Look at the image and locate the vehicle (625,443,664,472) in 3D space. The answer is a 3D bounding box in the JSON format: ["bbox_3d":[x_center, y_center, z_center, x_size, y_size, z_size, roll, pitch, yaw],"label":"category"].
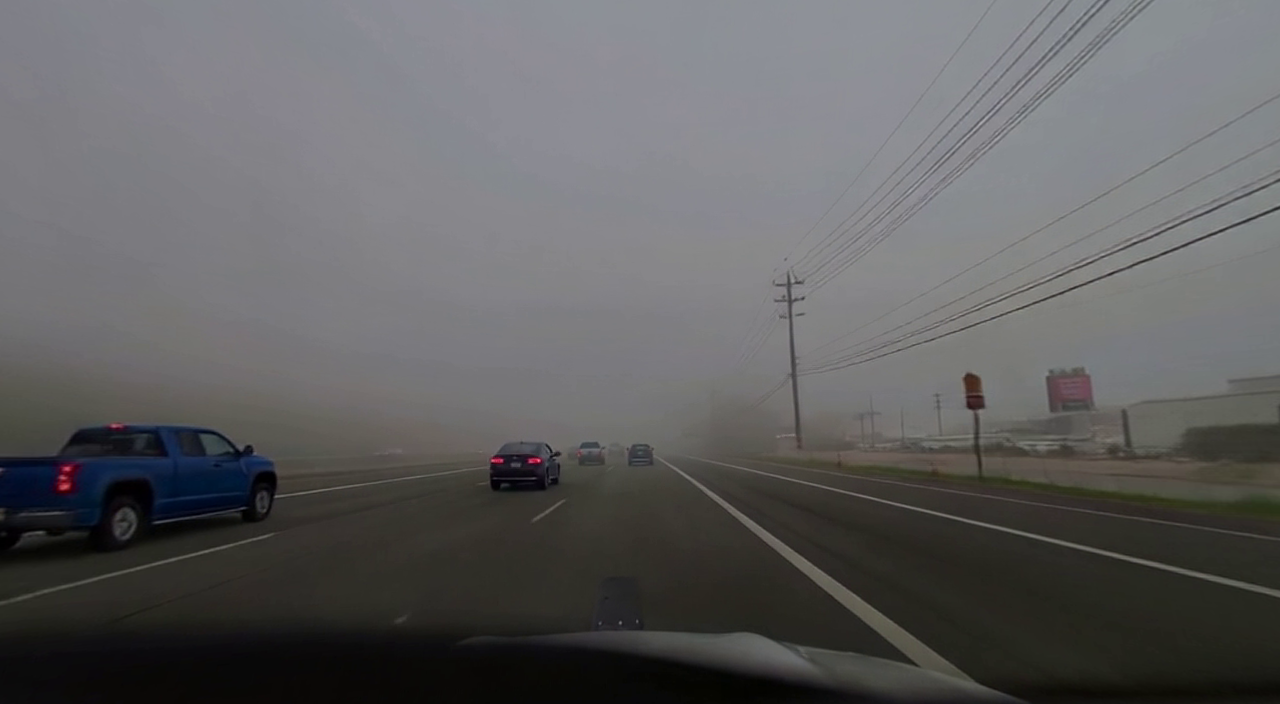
[{"bbox_3d":[0.266,5.841,35.232,2.030,1.471,4.115,0,-9,0],"label":"vehicle"}]

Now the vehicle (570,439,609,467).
[{"bbox_3d":[-3.337,6.833,42.983,2.244,1.752,4.439,0,-9,1],"label":"vehicle"}]

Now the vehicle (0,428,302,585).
[{"bbox_3d":[-6.872,1.853,8.537,1.959,1.496,4.740,0,-9,0],"label":"vehicle"}]

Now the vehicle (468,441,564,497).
[{"bbox_3d":[-3.519,3.395,18.773,1.938,1.444,4.206,0,-9,1],"label":"vehicle"}]
